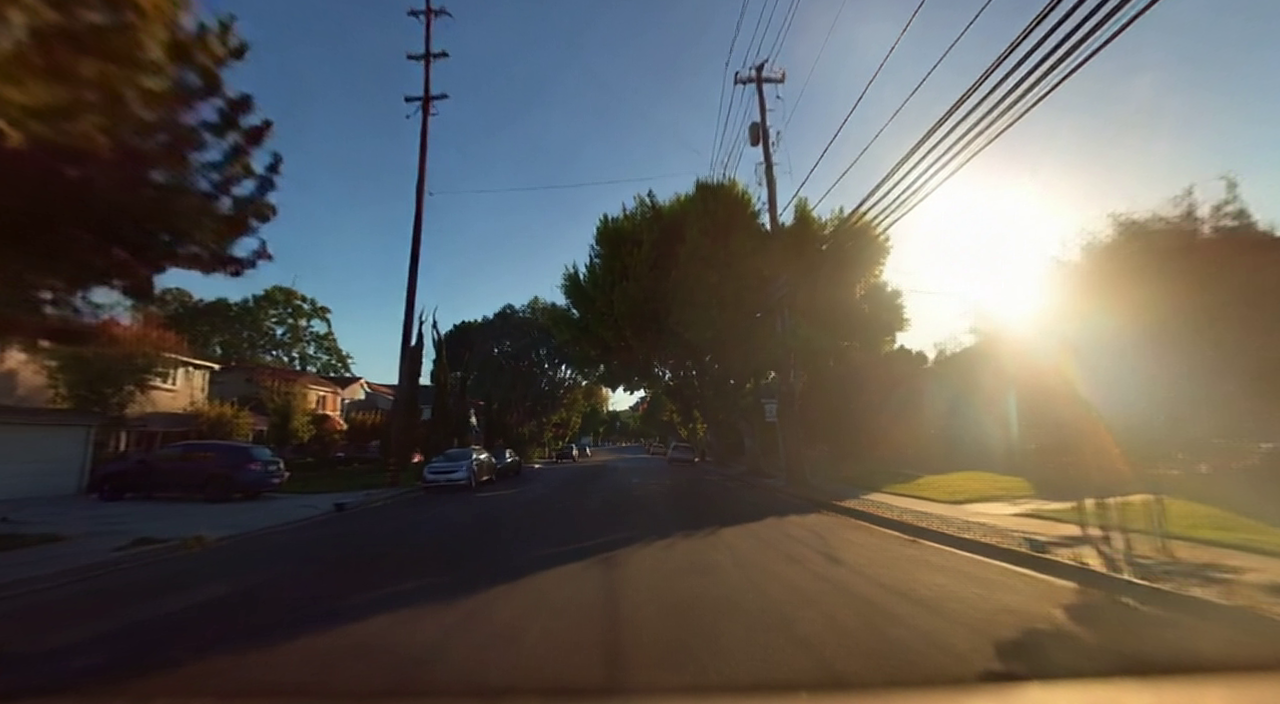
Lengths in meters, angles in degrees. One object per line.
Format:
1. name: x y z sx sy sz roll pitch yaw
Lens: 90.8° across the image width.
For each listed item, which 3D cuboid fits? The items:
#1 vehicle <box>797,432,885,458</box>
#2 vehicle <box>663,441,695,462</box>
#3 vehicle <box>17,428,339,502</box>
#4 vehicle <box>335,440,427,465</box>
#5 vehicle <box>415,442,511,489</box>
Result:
1. vehicle: 12.050 5.623 38.041 4.605 1.492 1.898 0 -8 -1
2. vehicle: 2.815 7.341 46.726 1.925 1.482 4.326 0 -8 -2
3. vehicle: -12.182 3.012 17.197 6.619 1.759 2.632 0 -8 -2
4. vehicle: -16.034 6.237 39.282 4.833 1.489 1.987 0 -8 2
5. vehicle: -6.372 4.117 23.428 2.208 1.491 5.089 0 -8 -1
